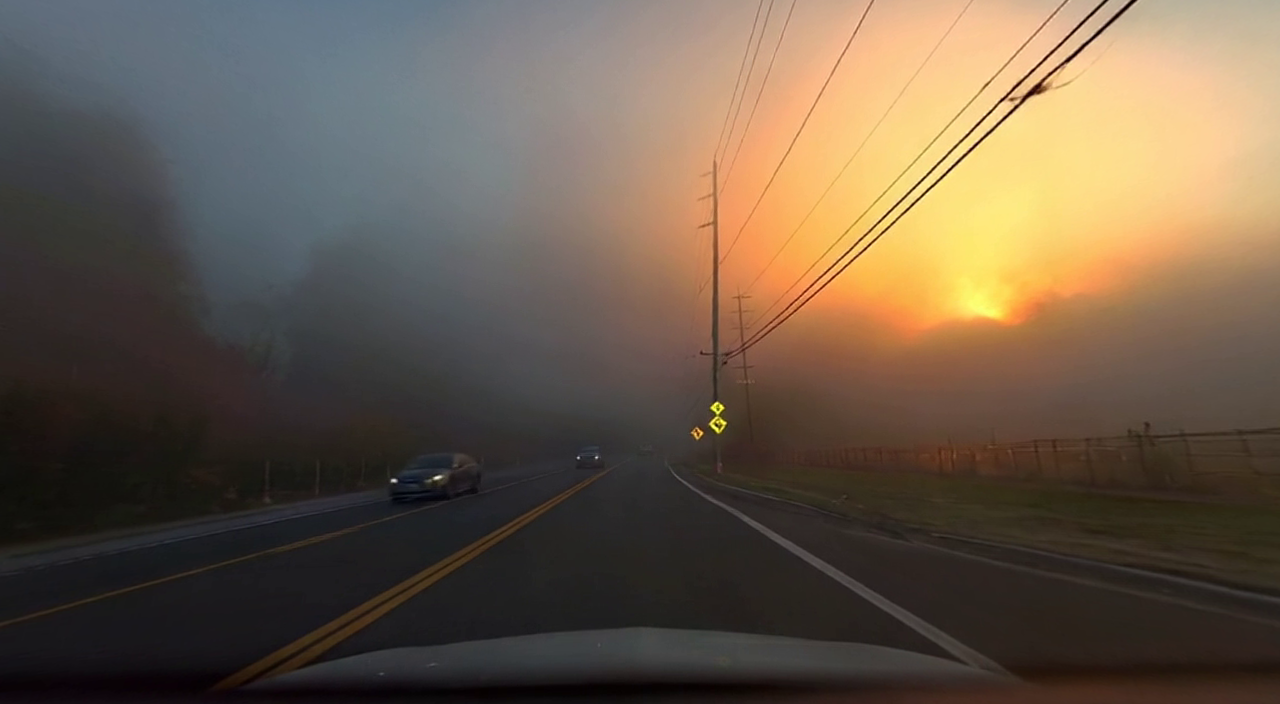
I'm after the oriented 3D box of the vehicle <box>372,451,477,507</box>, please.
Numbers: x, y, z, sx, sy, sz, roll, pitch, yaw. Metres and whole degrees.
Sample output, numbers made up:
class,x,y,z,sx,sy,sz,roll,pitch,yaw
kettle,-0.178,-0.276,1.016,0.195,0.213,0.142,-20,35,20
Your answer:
class,x,y,z,sx,sy,sz,roll,pitch,yaw
vehicle,-7.518,4.433,22.429,2.140,1.621,4.776,-3,-8,-1
